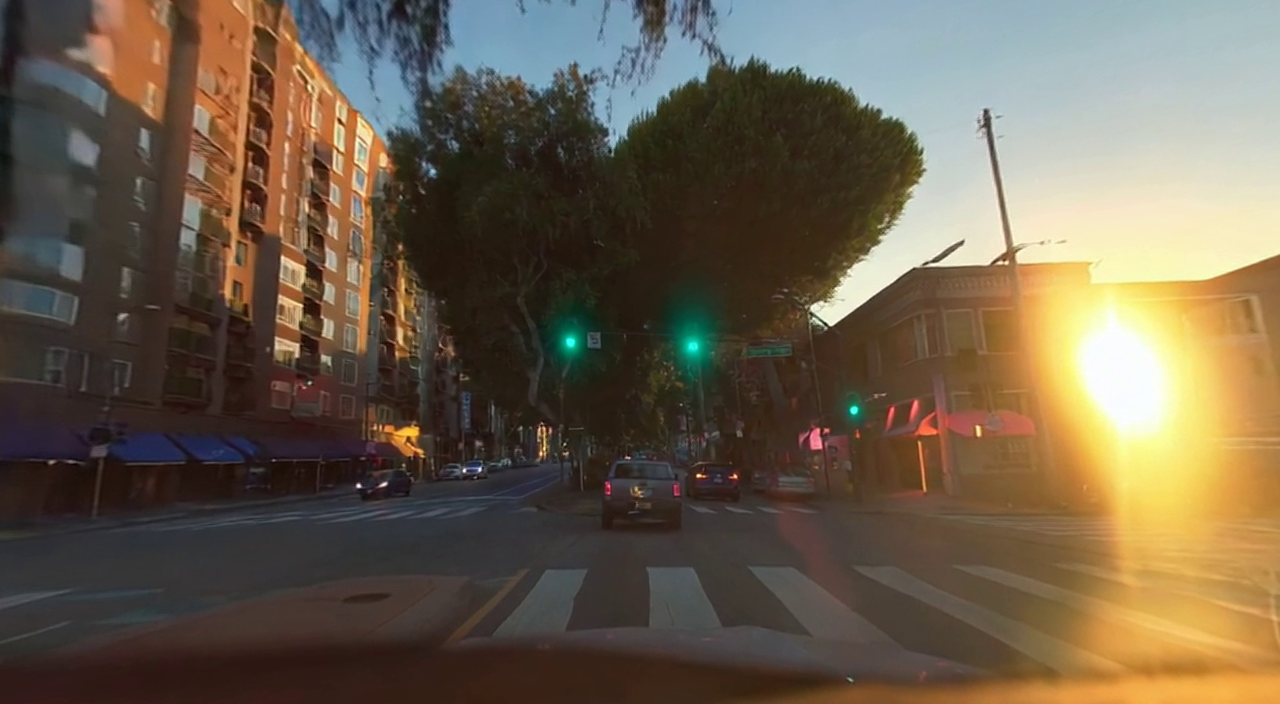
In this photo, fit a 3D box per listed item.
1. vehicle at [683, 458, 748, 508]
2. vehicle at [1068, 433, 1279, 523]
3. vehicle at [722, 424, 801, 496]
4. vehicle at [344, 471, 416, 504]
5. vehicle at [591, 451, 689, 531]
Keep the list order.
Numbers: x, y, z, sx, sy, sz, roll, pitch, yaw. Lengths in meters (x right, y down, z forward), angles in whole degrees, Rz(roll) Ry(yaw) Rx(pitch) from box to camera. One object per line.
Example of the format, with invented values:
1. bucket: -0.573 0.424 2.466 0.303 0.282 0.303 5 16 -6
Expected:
1. vehicle: 2.920 5.159 25.323 1.939 1.746 4.091 0 -9 -2
2. vehicle: 13.926 3.016 15.428 5.156 2.005 2.122 -1 -9 7
3. vehicle: 6.236 5.642 33.453 2.803 3.401 6.688 0 -9 0
4. vehicle: -14.285 7.466 34.980 2.043 1.526 4.617 0 -9 -1
5. vehicle: 0.001 3.489 16.432 2.209 1.748 4.130 0 -9 0
